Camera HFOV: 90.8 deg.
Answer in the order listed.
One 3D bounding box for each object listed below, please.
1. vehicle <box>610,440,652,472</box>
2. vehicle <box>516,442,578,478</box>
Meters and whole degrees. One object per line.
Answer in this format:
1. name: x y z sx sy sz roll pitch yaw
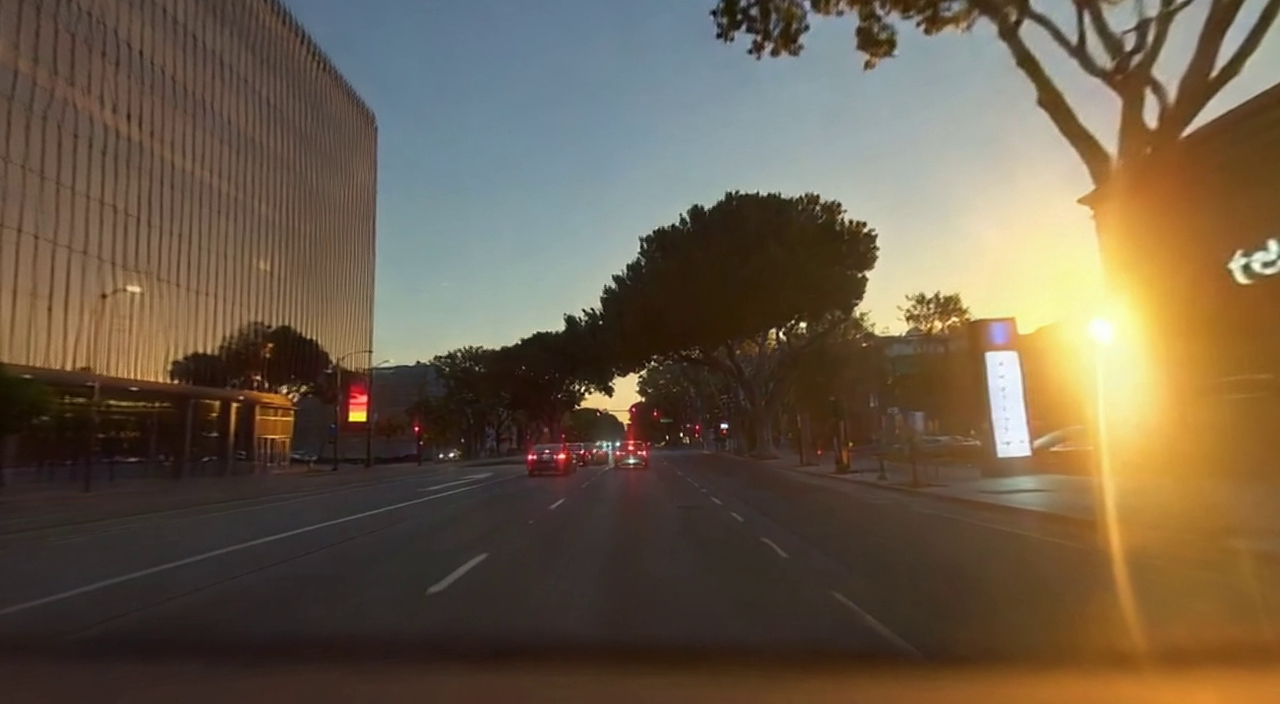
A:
1. vehicle: -0.414 5.335 32.627 2.042 1.555 3.912 0 -9 0
2. vehicle: -4.001 4.732 27.923 2.020 1.457 4.496 0 -9 1
